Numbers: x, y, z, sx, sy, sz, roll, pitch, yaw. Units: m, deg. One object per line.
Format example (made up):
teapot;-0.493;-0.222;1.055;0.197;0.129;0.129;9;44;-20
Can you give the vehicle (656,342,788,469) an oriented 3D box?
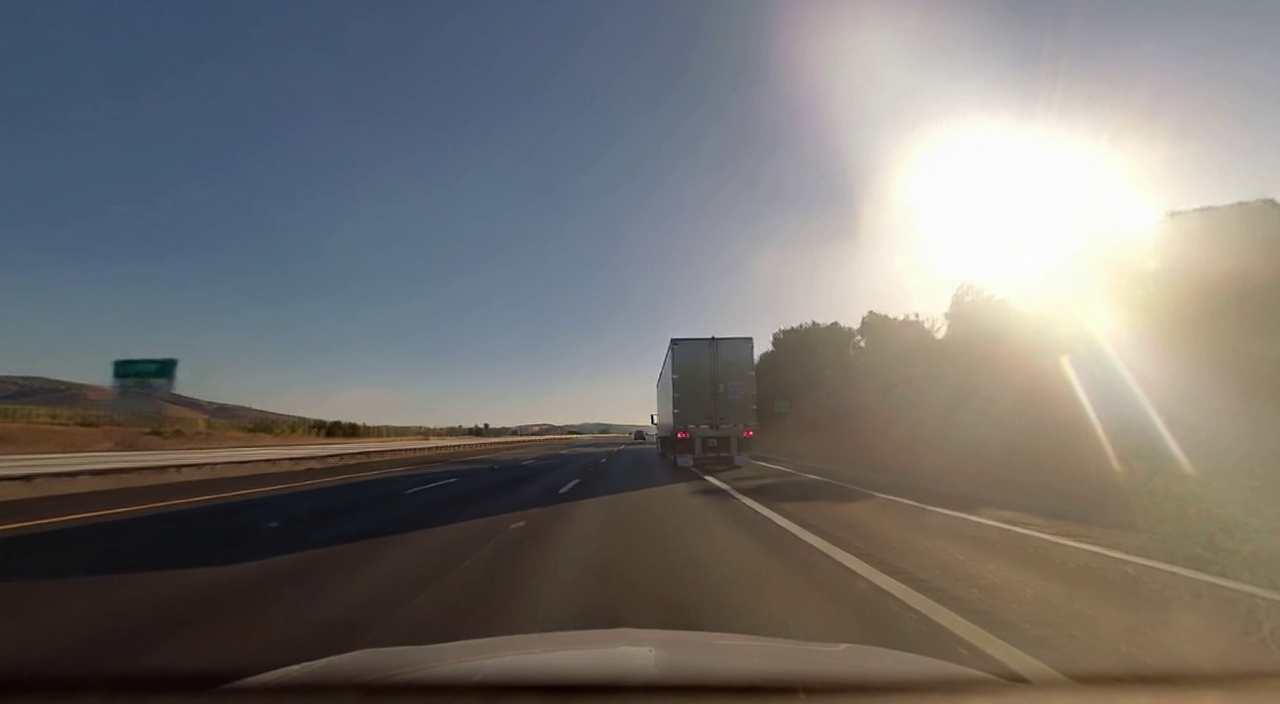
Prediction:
vehicle;2.531;2.357;24.377;3.446;3.698;12.089;0;-8;0
